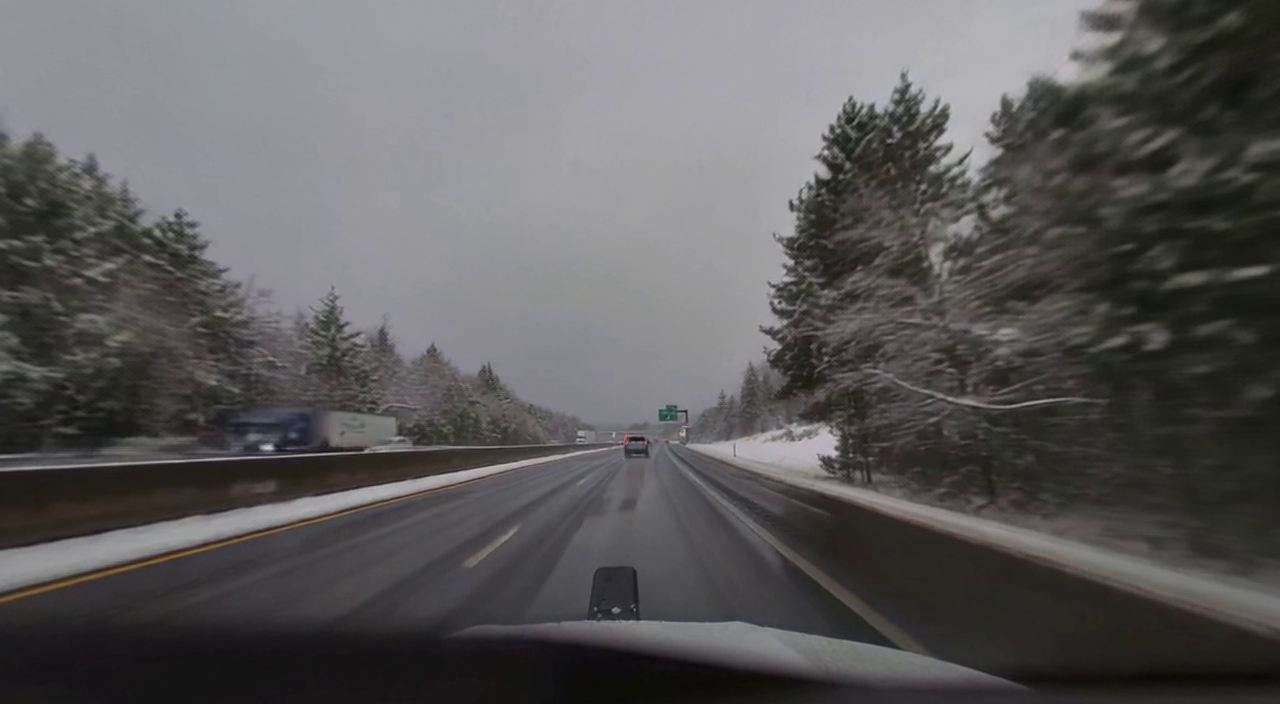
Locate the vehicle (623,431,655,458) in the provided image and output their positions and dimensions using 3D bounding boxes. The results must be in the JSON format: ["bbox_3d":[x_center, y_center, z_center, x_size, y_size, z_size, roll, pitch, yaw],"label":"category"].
[{"bbox_3d":[-0.070,6.603,44.960,2.188,1.825,4.282,0,-8,0],"label":"vehicle"}]

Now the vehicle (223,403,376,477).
[{"bbox_3d":[-17.073,4.537,32.530,2.891,3.300,8.602,-1,-8,2],"label":"vehicle"}]

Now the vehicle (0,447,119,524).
[{"bbox_3d":[-13.402,2.705,12.826,1.931,1.456,4.160,0,-8,1],"label":"vehicle"}]
